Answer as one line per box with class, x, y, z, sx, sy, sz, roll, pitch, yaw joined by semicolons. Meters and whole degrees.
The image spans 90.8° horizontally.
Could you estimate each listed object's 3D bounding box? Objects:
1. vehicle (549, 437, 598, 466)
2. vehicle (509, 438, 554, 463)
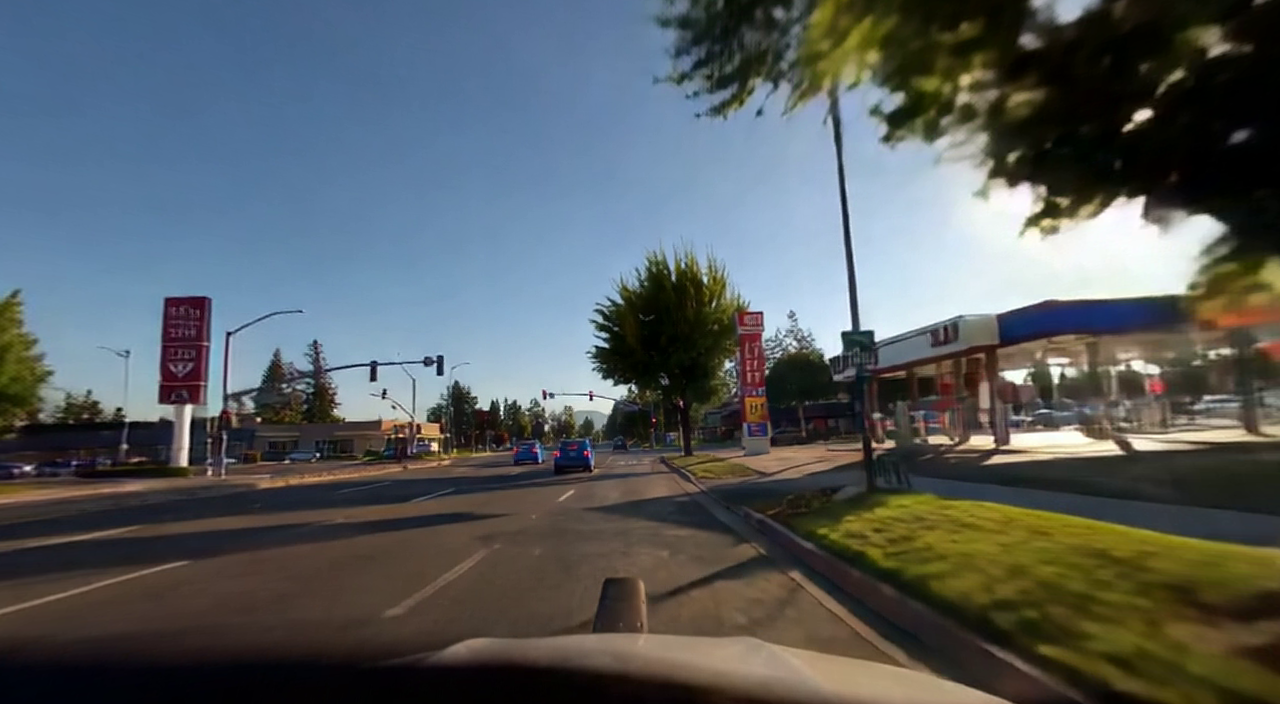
vehicle;-3.478;5.303;33.811;2.054;1.449;4.772;0;-9;1
vehicle;-6.749;6.189;39.779;1.966;1.439;4.161;0;-8;2
